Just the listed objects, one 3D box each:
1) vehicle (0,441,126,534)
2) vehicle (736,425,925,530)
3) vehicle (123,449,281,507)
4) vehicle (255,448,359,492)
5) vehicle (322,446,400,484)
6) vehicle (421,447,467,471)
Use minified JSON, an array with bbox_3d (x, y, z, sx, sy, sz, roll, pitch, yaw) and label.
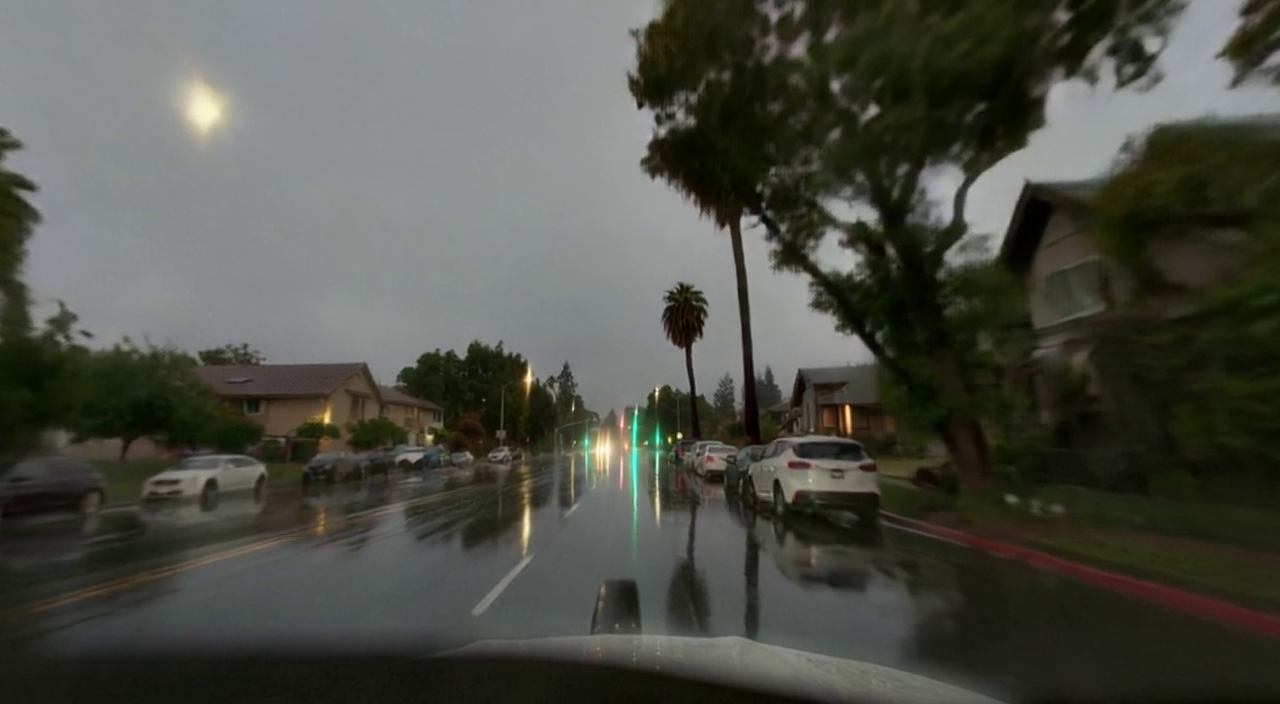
[{"bbox_3d":[-13.563,2.828,13.367,1.844,1.764,4.183,-1,-7,-1],"label":"vehicle"},{"bbox_3d":[3.527,2.464,13.031,2.221,1.718,5.192,0,-9,-1],"label":"vehicle"},{"bbox_3d":[-13.631,3.904,20.073,1.921,1.498,4.460,0,-7,-1],"label":"vehicle"},{"bbox_3d":[-13.641,4.819,26.214,1.899,1.474,4.529,-1,-7,0],"label":"vehicle"},{"bbox_3d":[-13.768,5.580,31.459,1.876,1.610,4.467,-1,-7,-1],"label":"vehicle"},{"bbox_3d":[-13.960,7.642,45.268,1.970,1.525,4.420,0,-8,-2],"label":"vehicle"}]
